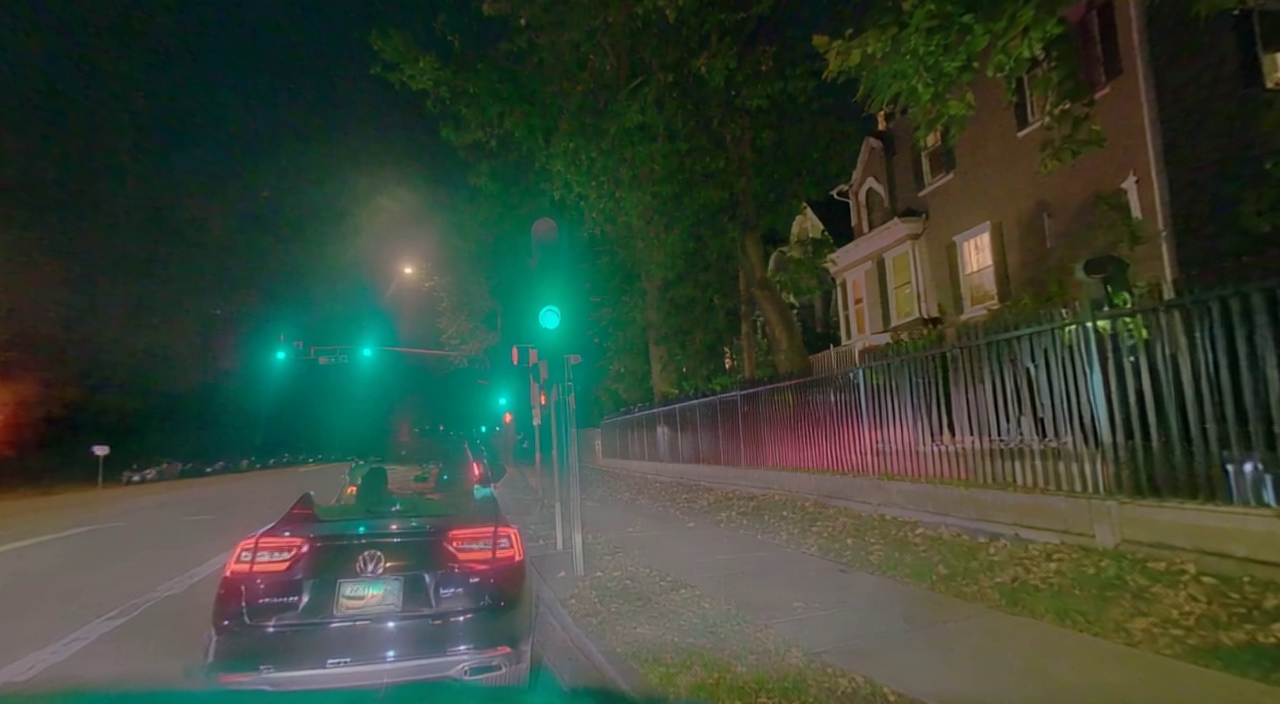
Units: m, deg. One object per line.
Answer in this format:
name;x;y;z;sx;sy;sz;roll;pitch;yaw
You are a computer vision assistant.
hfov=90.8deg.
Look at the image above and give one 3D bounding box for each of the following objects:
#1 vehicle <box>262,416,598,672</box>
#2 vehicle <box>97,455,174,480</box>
vehicle;-1.825;1.445;5.879;2.024;1.502;3.702;3;-9;-17
vehicle;-37.399;8.549;46.933;3.959;1.680;1.785;2;-9;-12
